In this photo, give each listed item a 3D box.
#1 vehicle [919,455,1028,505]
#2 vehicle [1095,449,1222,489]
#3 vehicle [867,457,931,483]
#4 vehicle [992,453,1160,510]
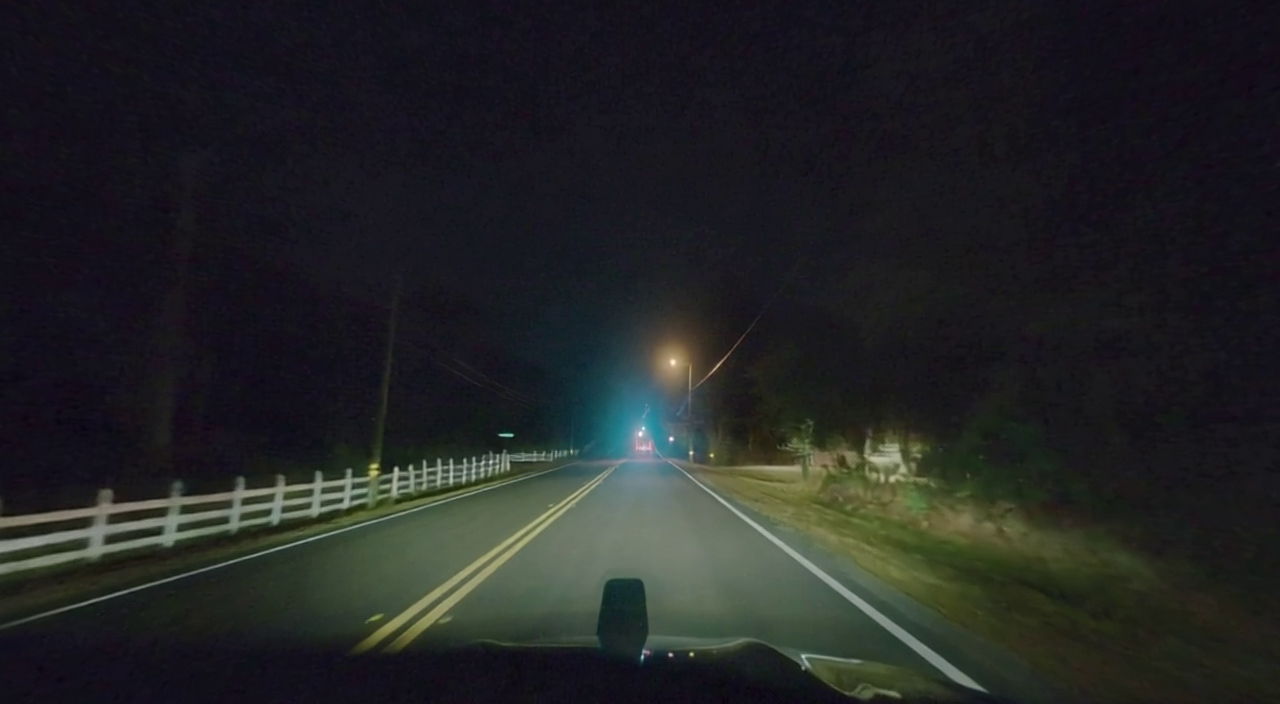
[{"bbox_3d":[14.402,5.517,27.667,2.009,1.781,5.311,-1,-8,2],"label":"vehicle"},{"bbox_3d":[21.479,4.843,26.321,1.782,1.451,3.741,-2,-9,-7],"label":"vehicle"},{"bbox_3d":[16.183,7.383,39.645,2.001,1.450,4.481,0,-8,-2],"label":"vehicle"},{"bbox_3d":[18.263,5.393,26.897,2.328,1.955,5.699,-3,-9,-11],"label":"vehicle"}]
